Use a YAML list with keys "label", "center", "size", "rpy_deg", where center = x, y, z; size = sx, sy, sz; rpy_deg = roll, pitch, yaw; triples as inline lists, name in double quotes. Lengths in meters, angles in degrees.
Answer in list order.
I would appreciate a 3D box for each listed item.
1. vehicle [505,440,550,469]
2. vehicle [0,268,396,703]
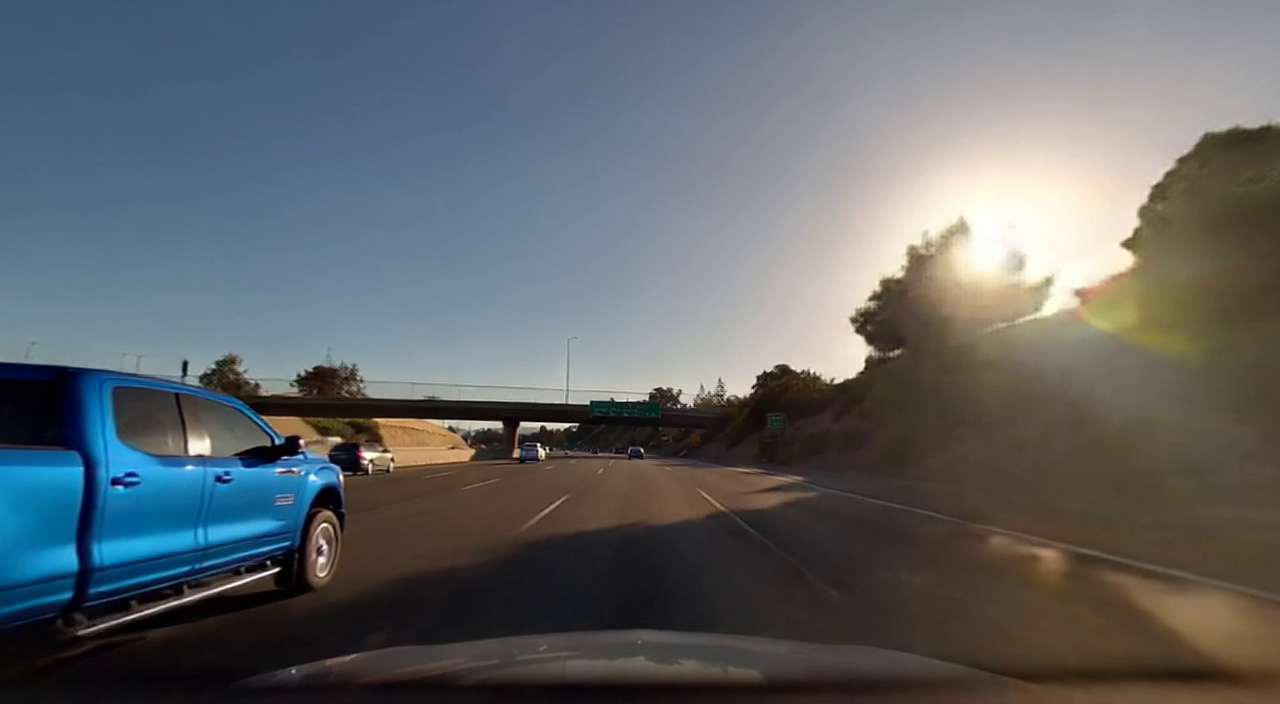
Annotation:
- label: "vehicle"
  center: [-7.942, 7.277, 45.061]
  size: [2.260, 1.917, 5.499]
  rpy_deg: [0, -9, -1]
- label: "vehicle"
  center: [-3.898, 0.831, 3.843]
  size: [2.339, 2.004, 6.171]
  rpy_deg: [0, -9, 0]
